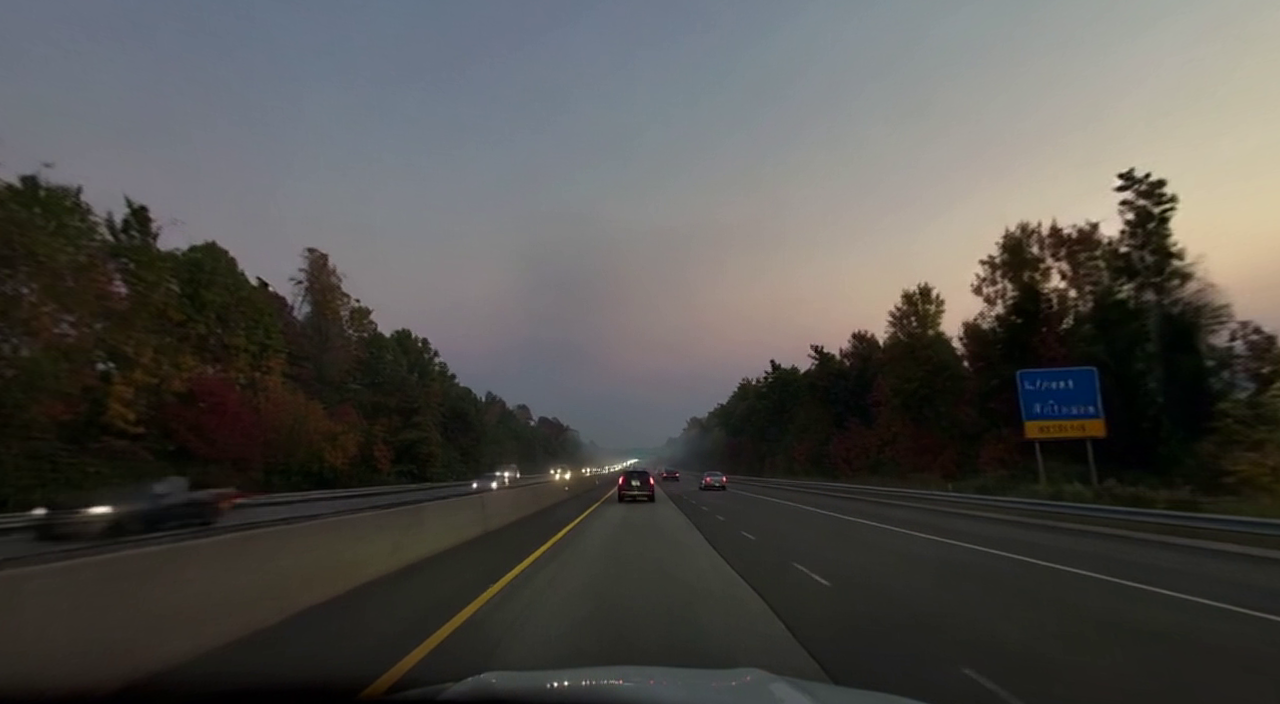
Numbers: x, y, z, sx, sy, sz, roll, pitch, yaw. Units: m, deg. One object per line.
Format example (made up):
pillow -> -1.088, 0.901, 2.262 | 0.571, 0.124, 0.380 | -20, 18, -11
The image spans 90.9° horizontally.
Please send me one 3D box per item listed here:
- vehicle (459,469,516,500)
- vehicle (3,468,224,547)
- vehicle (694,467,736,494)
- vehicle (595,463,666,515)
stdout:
vehicle -> -7.937, 6.923, 33.162 | 1.926, 1.442, 4.175 | 1, -10, 1
vehicle -> -12.296, 3.600, 15.138 | 1.856, 1.595, 3.945 | 1, -10, -1
vehicle -> 4.480, 7.768, 38.264 | 1.974, 1.476, 4.119 | 1, -10, -1
vehicle -> -0.308, 4.361, 20.395 | 2.060, 1.473, 3.726 | 1, -10, -1
